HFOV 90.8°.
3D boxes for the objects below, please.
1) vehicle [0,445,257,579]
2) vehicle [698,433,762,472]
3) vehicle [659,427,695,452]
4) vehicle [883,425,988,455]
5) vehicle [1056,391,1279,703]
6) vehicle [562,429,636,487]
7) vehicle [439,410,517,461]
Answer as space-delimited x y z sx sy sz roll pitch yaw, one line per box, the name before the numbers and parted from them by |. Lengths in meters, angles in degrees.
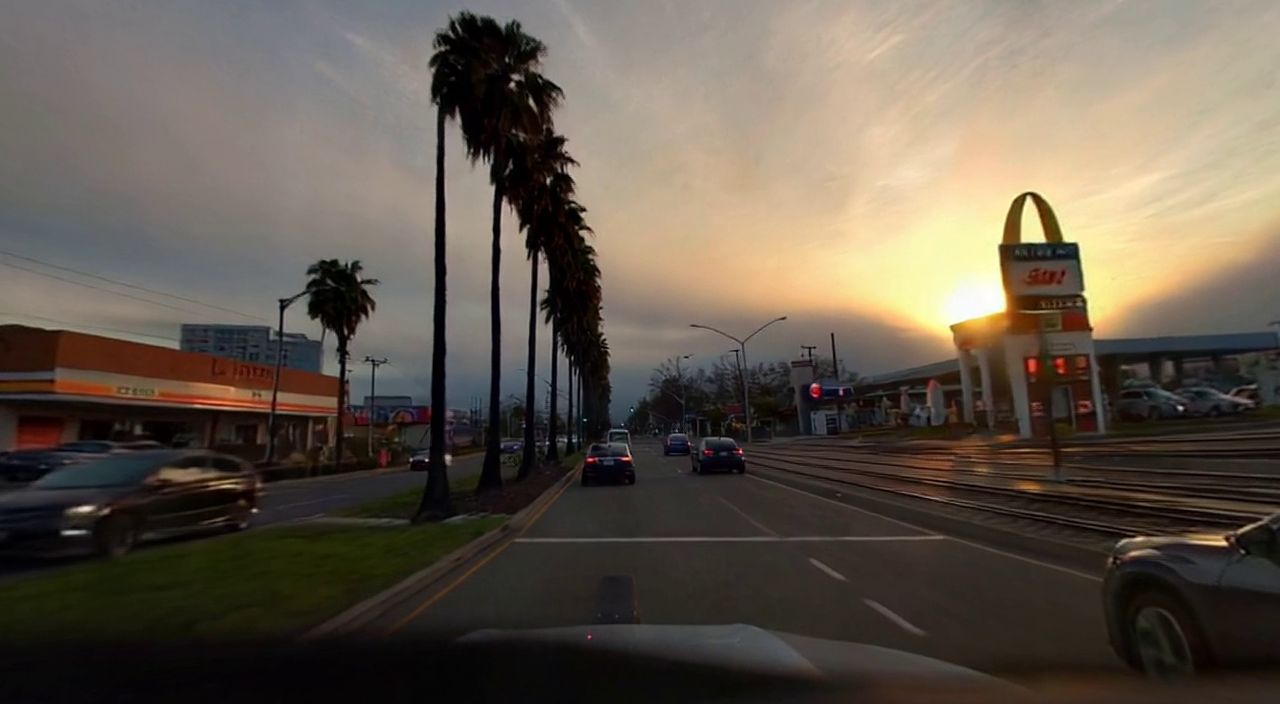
vehicle | -8.117 2.107 9.085 2.052 1.483 4.751 -1 -9 3
vehicle | 3.574 4.072 25.748 1.889 1.448 4.262 0 -9 -1
vehicle | 2.812 6.844 48.909 2.299 1.803 5.434 0 -9 -1
vehicle | 14.710 4.414 31.602 4.293 1.438 1.773 0 -9 1
vehicle | 3.481 0.761 1.583 1.987 1.474 4.198 0 -9 0
vehicle | -1.293 3.206 19.309 2.021 1.550 4.090 0 -9 -5
vehicle | -10.527 5.592 42.077 2.662 2.995 8.344 0 -8 3
